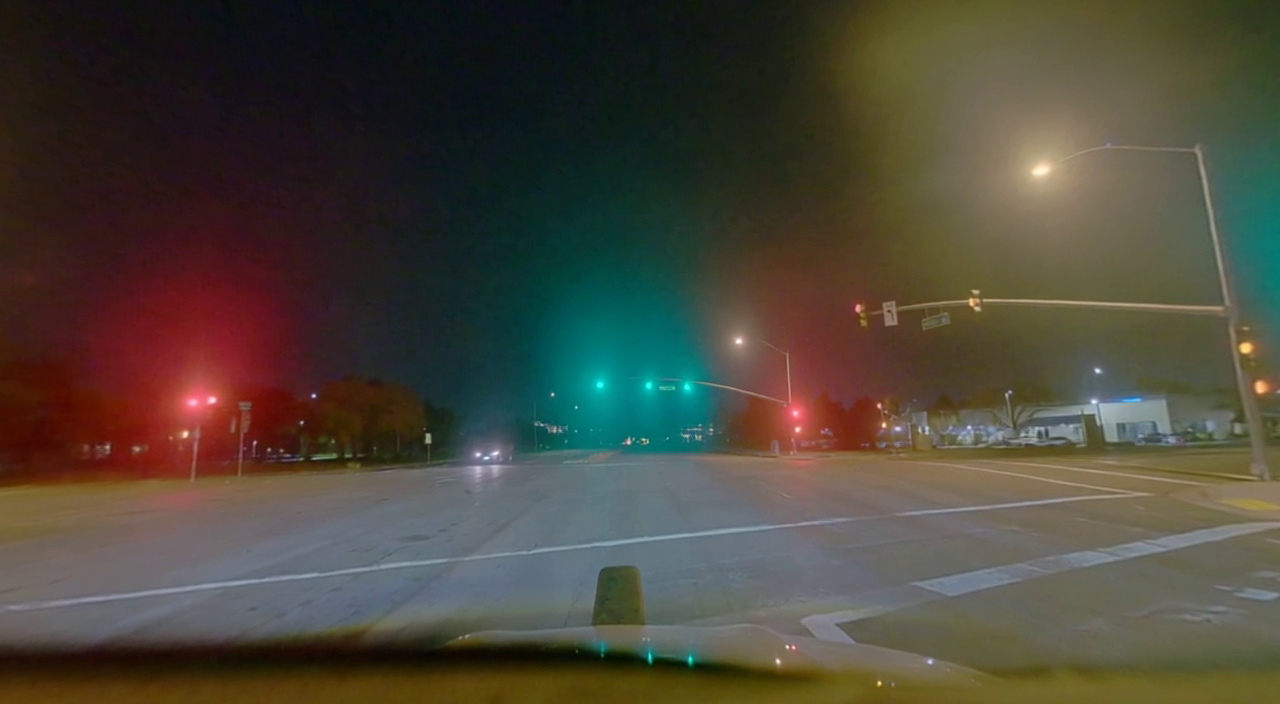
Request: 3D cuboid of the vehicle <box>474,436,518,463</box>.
[{"bbox_3d":[-9.737,6.624,43.019,1.988,1.692,4.412,0,-8,0],"label":"vehicle"}]
